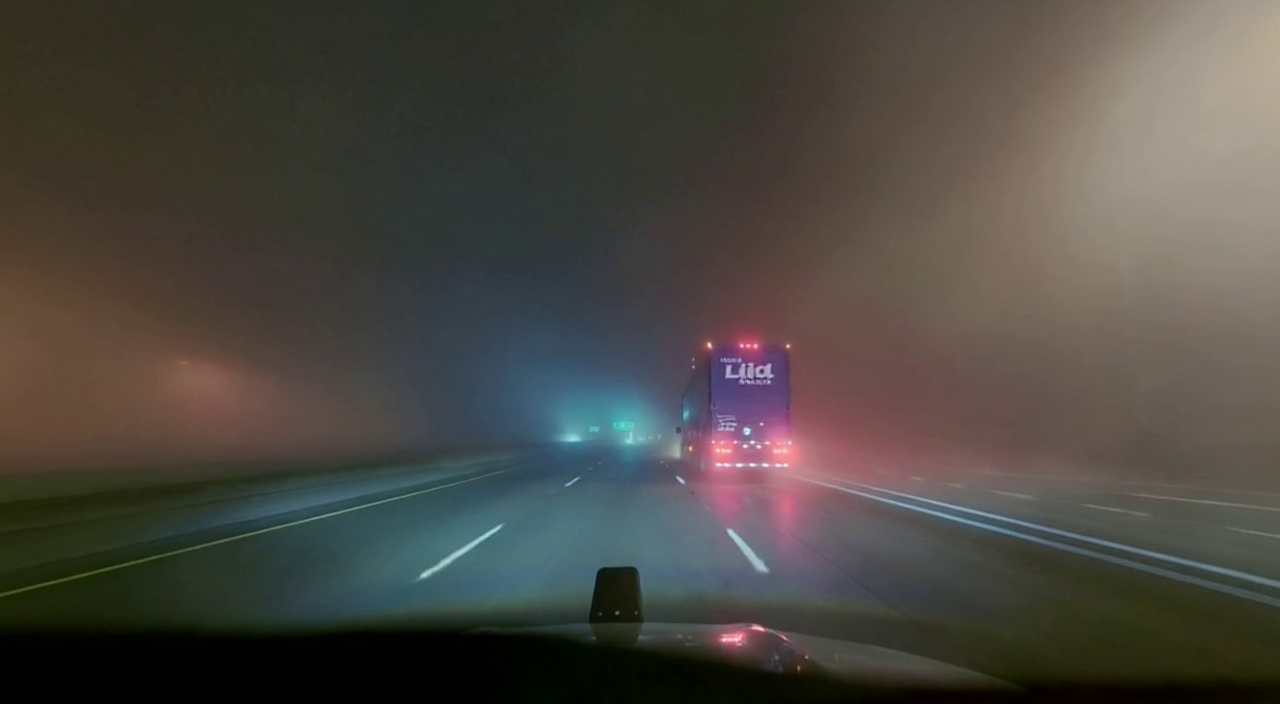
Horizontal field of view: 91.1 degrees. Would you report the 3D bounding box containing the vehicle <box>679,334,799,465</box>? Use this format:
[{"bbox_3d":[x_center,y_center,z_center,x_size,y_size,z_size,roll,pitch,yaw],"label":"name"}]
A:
[{"bbox_3d":[3.618,2.492,27.567,3.034,4.194,14.704,0,-8,1],"label":"vehicle"}]
